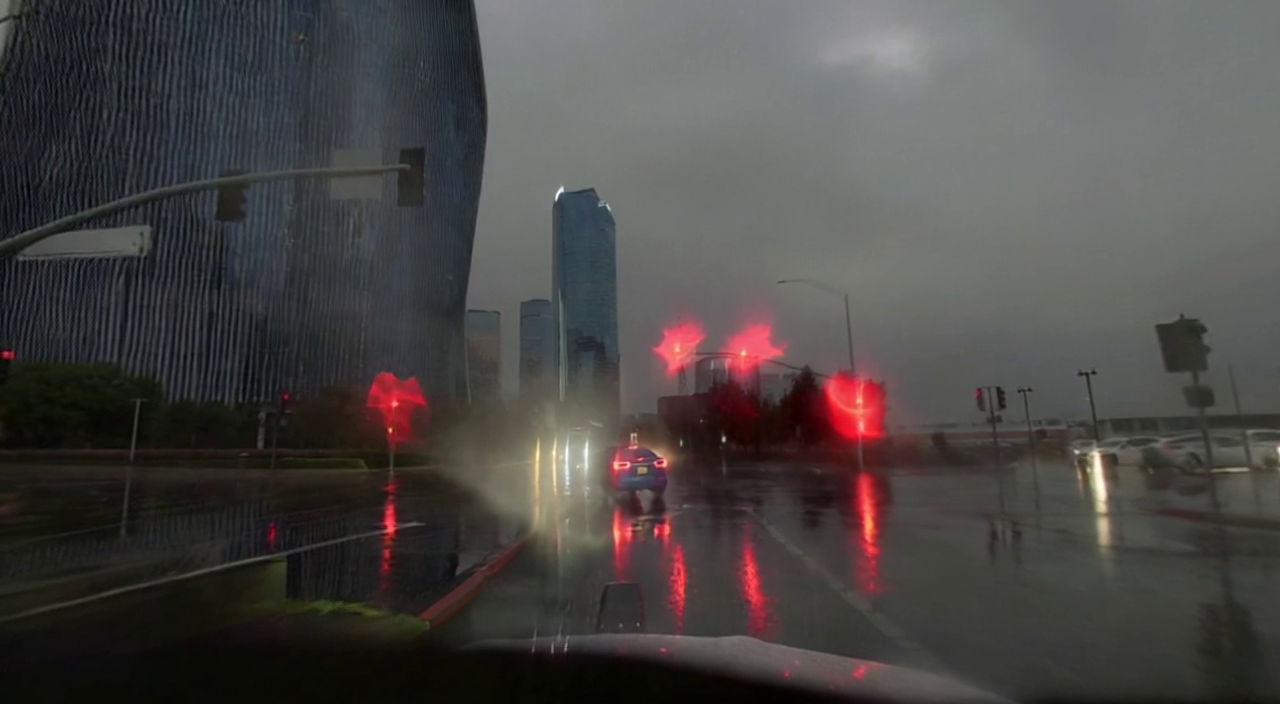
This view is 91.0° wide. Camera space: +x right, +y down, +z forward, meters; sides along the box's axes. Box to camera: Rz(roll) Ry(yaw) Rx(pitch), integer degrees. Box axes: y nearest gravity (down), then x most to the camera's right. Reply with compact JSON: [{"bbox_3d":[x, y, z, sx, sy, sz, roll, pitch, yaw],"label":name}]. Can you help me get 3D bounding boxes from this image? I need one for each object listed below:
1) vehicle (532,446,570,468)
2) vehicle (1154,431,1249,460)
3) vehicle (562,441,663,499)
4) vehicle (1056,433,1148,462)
[{"bbox_3d":[-6.698,7.937,47.817,2.113,1.535,4.504,0,-9,2],"label":"vehicle"},{"bbox_3d":[30.442,5.087,34.295,1.946,1.467,3.670,-1,-9,5],"label":"vehicle"},{"bbox_3d":[-0.967,3.488,19.065,2.014,1.525,4.197,3,-9,-18],"label":"vehicle"},{"bbox_3d":[25.572,5.313,35.068,2.021,1.484,4.454,-1,-9,5],"label":"vehicle"}]
